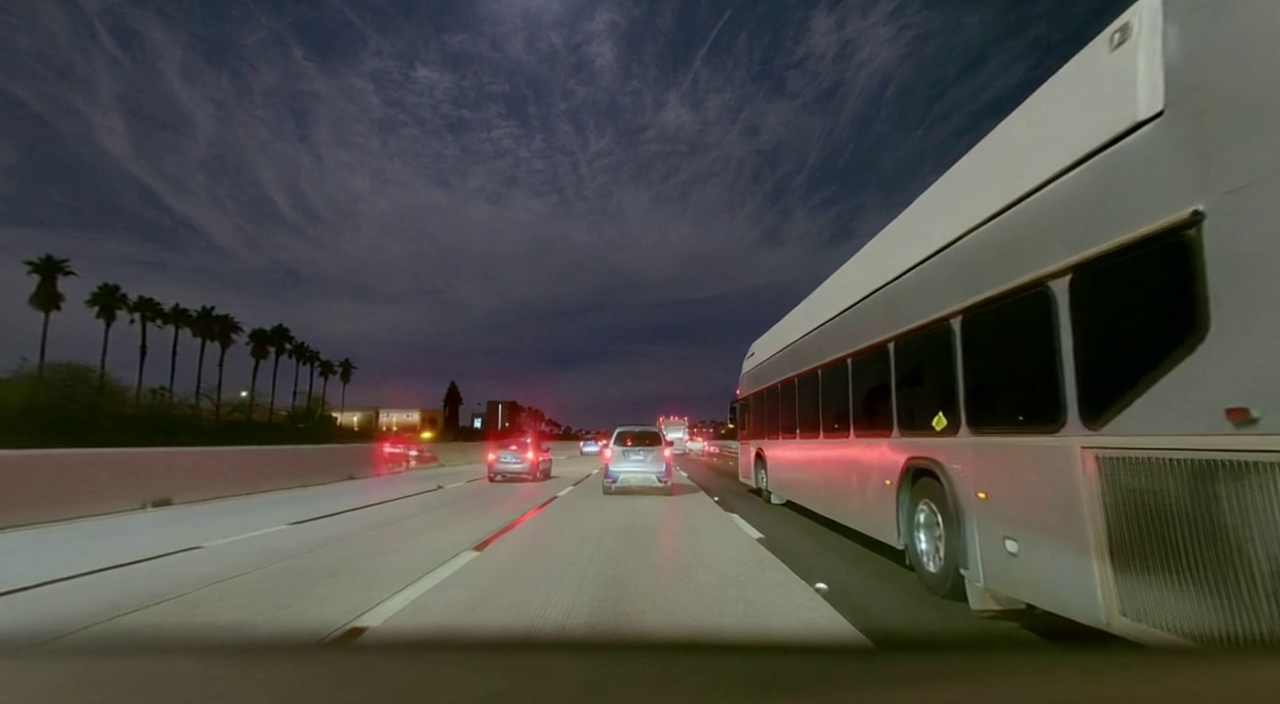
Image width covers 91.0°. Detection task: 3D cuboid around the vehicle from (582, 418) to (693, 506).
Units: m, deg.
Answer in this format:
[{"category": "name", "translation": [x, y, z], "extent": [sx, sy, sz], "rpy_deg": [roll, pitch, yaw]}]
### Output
[{"category": "vehicle", "translation": [-0.007, 2.594, 15.168], "extent": [2.268, 1.796, 4.280], "rpy_deg": [0, -9, 1]}]

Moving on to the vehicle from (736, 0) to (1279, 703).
[{"category": "vehicle", "translation": [3.956, 0.719, 8.891], "extent": [3.020, 3.622, 14.302], "rpy_deg": [0, -9, 0]}]

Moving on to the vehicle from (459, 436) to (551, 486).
[{"category": "vehicle", "translation": [-4.479, 3.710, 21.736], "extent": [2.040, 1.536, 4.680], "rpy_deg": [0, -9, 1]}]

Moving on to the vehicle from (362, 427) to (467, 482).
[{"category": "vehicle", "translation": [-8.038, 3.705, 23.027], "extent": [2.066, 1.779, 4.706], "rpy_deg": [0, -9, 0]}]

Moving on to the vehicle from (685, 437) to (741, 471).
[{"category": "vehicle", "translation": [3.411, 4.909, 30.464], "extent": [2.039, 1.516, 4.521], "rpy_deg": [0, -9, -2]}]
